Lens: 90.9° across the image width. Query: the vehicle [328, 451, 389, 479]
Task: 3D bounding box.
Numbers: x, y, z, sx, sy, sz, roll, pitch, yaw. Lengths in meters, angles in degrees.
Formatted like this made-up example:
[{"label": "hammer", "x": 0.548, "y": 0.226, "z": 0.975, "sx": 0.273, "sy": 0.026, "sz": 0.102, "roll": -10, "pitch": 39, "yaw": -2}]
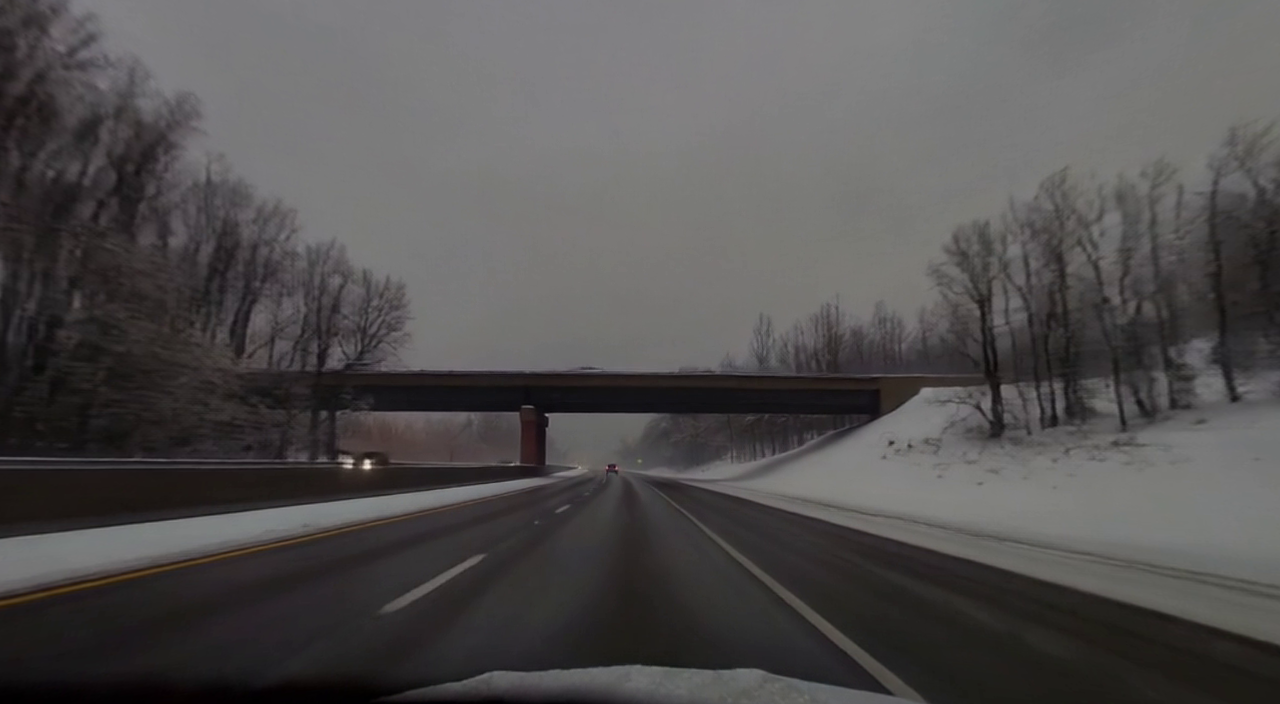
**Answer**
[{"label": "vehicle", "x": -17.993, "y": 7.276, "z": 40.500, "sx": 1.963, "sy": 1.652, "sz": 4.442, "roll": 1, "pitch": -11, "yaw": -3}]
